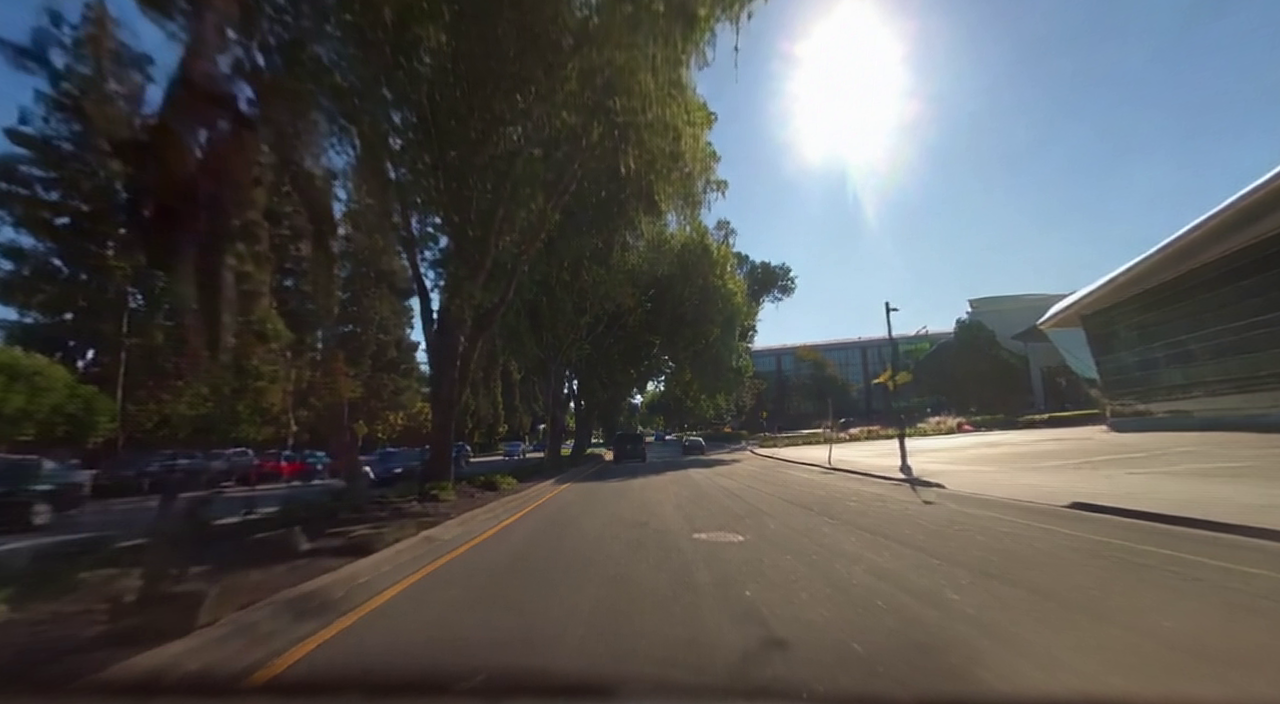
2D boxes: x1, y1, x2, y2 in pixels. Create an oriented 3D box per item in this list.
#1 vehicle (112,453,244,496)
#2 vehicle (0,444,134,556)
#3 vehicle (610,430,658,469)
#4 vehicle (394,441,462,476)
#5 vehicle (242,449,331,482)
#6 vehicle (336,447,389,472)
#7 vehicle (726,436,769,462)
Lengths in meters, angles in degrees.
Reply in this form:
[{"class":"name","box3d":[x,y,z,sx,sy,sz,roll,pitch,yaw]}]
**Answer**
[{"class":"vehicle","box3d":[-18.102,4.789,25.082,1.825,1.453,4.481,0,-8,0]},{"class":"vehicle","box3d":[-9.281,1.937,8.323,1.950,1.438,4.343,1,-8,-6]},{"class":"vehicle","box3d":[-0.356,5.302,34.530,2.411,1.937,5.186,0,-8,-1]},{"class":"vehicle","box3d":[-11.063,5.551,33.325,1.994,1.678,4.605,0,-8,-1]},{"class":"vehicle","box3d":[-18.090,5.804,32.626,1.876,1.494,4.662,0,-8,0]},{"class":"vehicle","box3d":[-17.956,6.934,41.055,1.773,1.510,3.608,0,-8,-1]},{"class":"vehicle","box3d":[7.798,7.110,46.493,2.364,1.781,4.854,0,-8,1]}]
